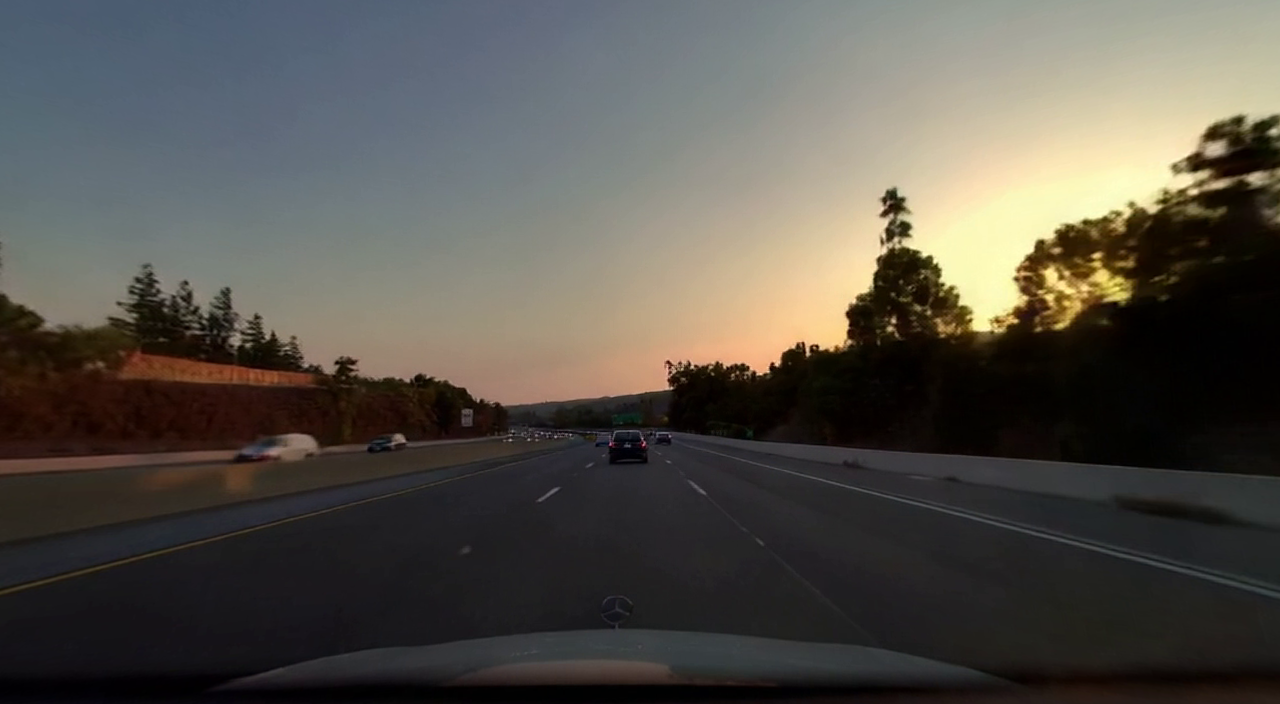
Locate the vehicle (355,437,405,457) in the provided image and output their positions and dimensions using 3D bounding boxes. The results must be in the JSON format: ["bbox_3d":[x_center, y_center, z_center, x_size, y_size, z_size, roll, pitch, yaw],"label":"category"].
[{"bbox_3d":[-19.905,7.299,48.472,1.889,1.449,4.539,0,-8,0],"label":"vehicle"}]

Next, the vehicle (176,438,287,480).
[{"bbox_3d":[-15.990,4.156,24.931,1.838,1.514,3.748,0,-8,0],"label":"vehicle"}]

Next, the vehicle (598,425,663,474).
[{"bbox_3d":[-0.349,3.425,22.404,2.094,1.600,3.666,0,-8,-1],"label":"vehicle"}]
